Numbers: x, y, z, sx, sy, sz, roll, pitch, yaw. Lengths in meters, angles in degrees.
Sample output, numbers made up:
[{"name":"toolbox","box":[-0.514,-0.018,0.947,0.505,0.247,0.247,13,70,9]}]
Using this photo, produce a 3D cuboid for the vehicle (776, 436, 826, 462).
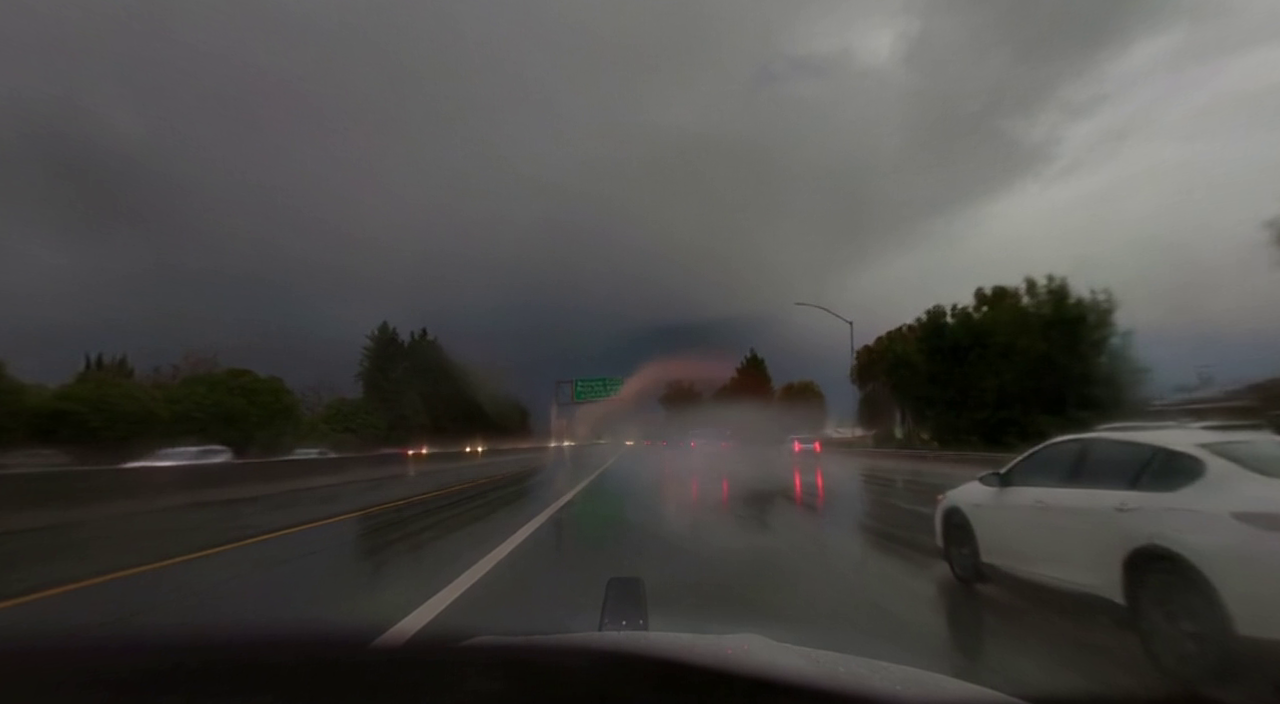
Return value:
[{"name":"vehicle","box":[10.833,6.557,42.794,2.045,1.658,4.598,0,-8,-2]}]

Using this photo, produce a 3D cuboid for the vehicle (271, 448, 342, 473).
[{"name":"vehicle","box":[-20.957,6.821,39.894,1.915,1.450,4.661,0,-8,0]}]

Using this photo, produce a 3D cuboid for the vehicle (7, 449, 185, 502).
[{"name":"vehicle","box":[-17.591,3.974,20.759,1.828,1.468,4.491,0,-8,0]}]

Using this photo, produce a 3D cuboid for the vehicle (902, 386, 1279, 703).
[{"name":"vehicle","box":[3.610,1.102,3.903,1.978,1.535,4.705,0,-8,1]}]

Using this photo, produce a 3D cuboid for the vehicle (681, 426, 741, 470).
[{"name":"vehicle","box":[3.399,4.767,31.399,2.218,1.964,5.662,0,-8,-1]}]

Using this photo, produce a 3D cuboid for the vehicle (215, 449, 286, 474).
[{"name":"vehicle","box":[-25.117,7.054,40.898,1.808,1.488,4.402,0,-8,0]}]
